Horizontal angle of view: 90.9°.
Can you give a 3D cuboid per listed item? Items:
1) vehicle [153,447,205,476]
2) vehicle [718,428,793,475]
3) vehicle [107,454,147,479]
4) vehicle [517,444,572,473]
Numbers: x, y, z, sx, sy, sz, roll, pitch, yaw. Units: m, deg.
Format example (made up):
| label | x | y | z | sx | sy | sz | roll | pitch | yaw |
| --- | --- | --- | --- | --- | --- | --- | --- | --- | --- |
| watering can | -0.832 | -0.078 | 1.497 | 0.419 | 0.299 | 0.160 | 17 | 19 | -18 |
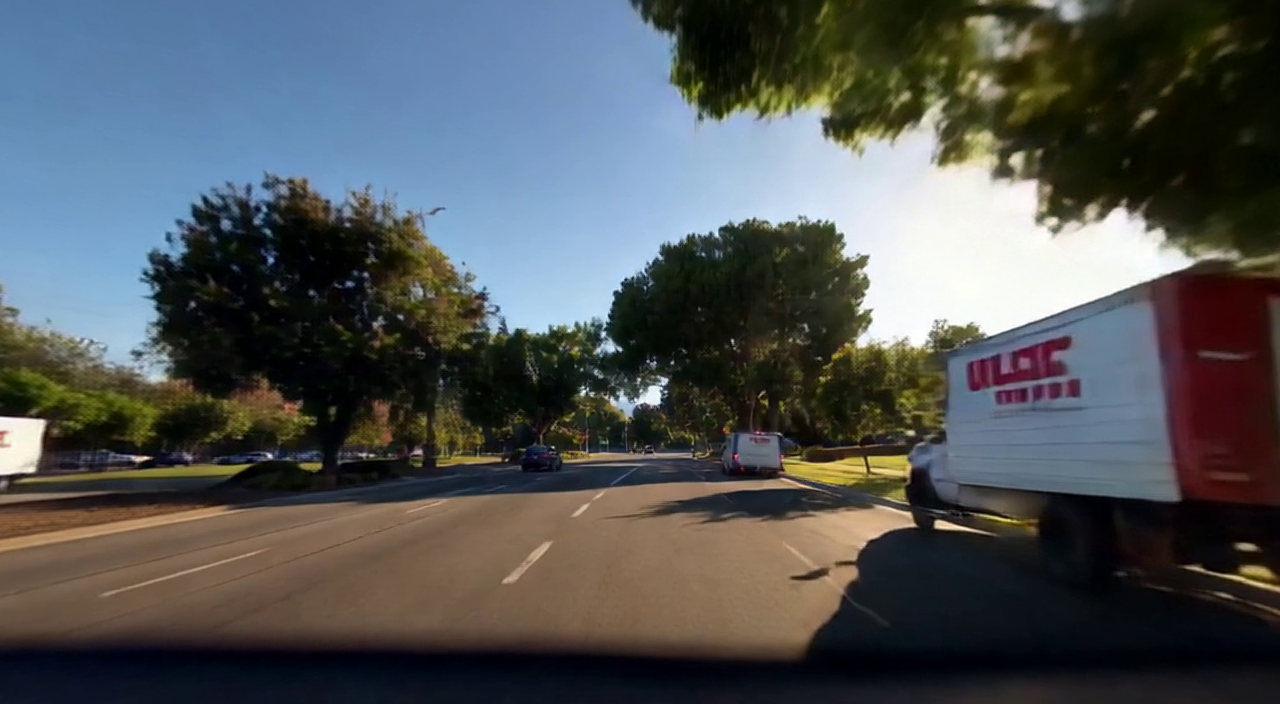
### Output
| label | x | y | z | sx | sy | sz | roll | pitch | yaw |
| --- | --- | --- | --- | --- | --- | --- | --- | --- | --- |
| vehicle | -29.865 | 7.030 | 40.778 | 2.118 | 1.670 | 4.487 | 7 | -11 | -41 |
| vehicle | 5.418 | 4.811 | 30.694 | 2.695 | 2.013 | 6.661 | 0 | -8 | 2 |
| vehicle | -37.517 | 8.315 | 46.010 | 1.989 | 1.587 | 4.182 | 8 | -10 | -40 |
| vehicle | -5.192 | 5.826 | 34.914 | 2.060 | 1.473 | 4.645 | 0 | -8 | 3 |
